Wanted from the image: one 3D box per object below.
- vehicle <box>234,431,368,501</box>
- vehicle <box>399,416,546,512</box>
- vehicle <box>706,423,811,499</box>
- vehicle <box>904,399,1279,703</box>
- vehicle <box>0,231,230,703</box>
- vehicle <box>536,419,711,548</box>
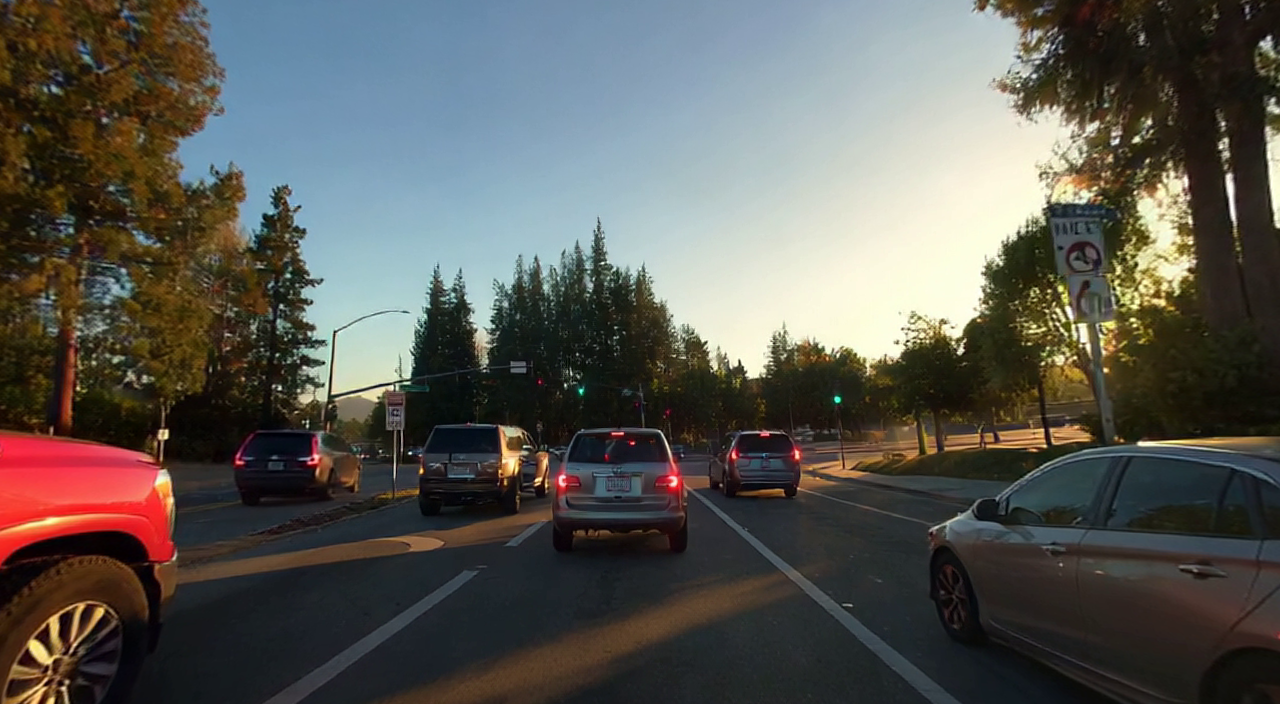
[{"bbox_3d":[-9.217,3.095,17.655,2.122,1.653,4.807,2,-9,-14],"label":"vehicle"},{"bbox_3d":[-3.632,2.526,14.674,2.089,1.857,4.488,0,-8,1],"label":"vehicle"},{"bbox_3d":[3.176,3.040,17.922,2.102,1.841,4.587,0,-8,0],"label":"vehicle"},{"bbox_3d":[3.017,0.968,2.533,1.874,1.477,4.698,0,-8,0],"label":"vehicle"},{"bbox_3d":[-3.480,0.350,0.305,2.656,2.021,5.800,0,-8,0],"label":"vehicle"},{"bbox_3d":[-0.222,1.939,9.877,2.194,1.607,3.690,0,-8,0],"label":"vehicle"}]
